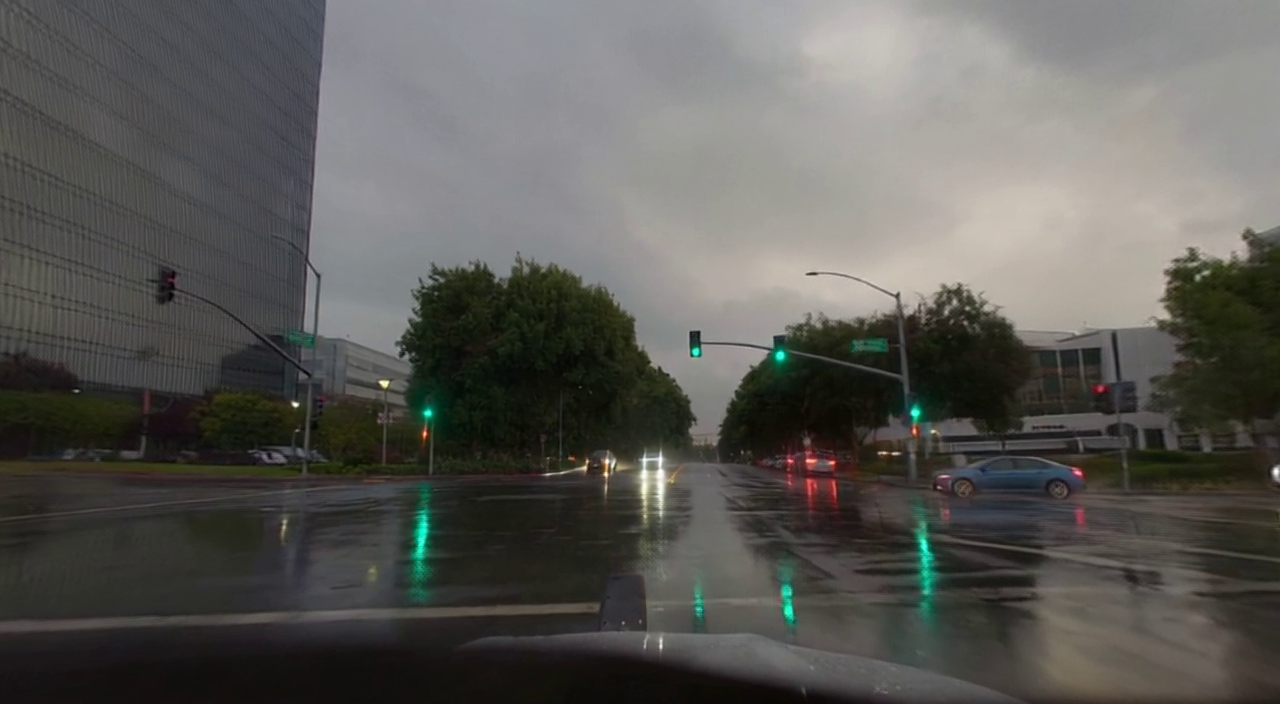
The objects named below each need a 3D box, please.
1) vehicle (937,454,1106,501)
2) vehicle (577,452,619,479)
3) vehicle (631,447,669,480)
[{"bbox_3d":[13.588,4.485,22.776,4.896,1.503,1.971,-4,-9,23],"label":"vehicle"},{"bbox_3d":[-2.484,6.897,38.374,2.068,1.486,4.664,-1,-9,2],"label":"vehicle"},{"bbox_3d":[0.597,6.256,35.522,2.018,1.699,4.751,0,-9,1],"label":"vehicle"}]
